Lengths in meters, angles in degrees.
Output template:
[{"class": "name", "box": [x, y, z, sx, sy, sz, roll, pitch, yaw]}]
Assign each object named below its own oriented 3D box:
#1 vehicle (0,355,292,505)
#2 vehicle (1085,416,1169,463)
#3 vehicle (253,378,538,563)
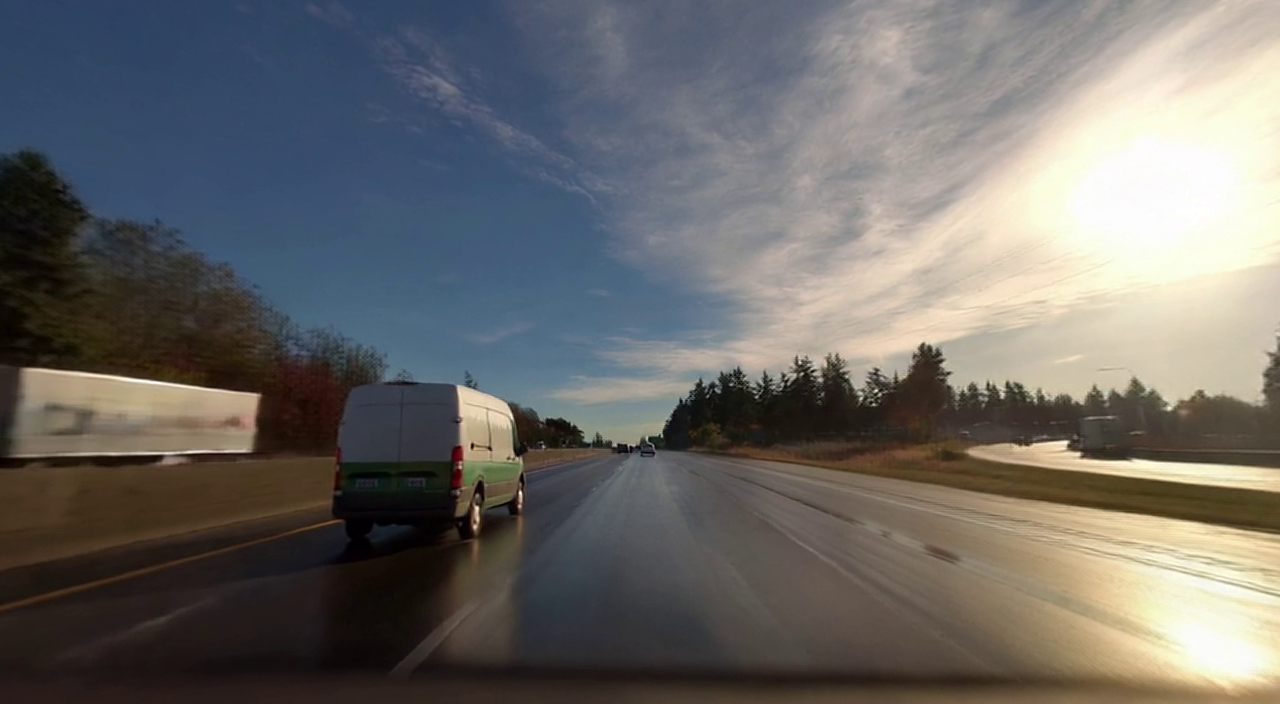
[{"class": "vehicle", "box": [-19.314, 3.120, 24.104, 3.495, 4.081, 14.680, 0, -8, 0]}, {"class": "vehicle", "box": [31.486, 5.674, 40.933, 2.207, 2.820, 5.493, -2, -8, 15]}, {"class": "vehicle", "box": [-3.080, 1.625, 9.308, 2.281, 2.025, 4.586, 0, -8, 1]}]
